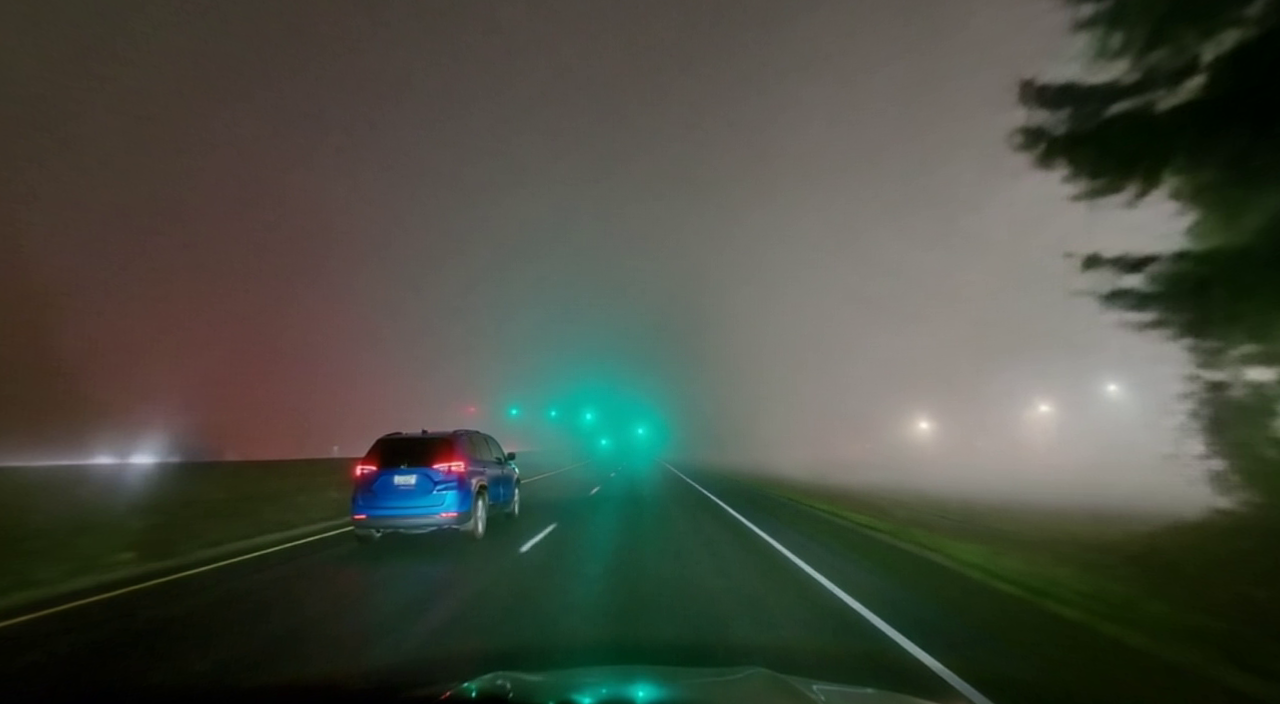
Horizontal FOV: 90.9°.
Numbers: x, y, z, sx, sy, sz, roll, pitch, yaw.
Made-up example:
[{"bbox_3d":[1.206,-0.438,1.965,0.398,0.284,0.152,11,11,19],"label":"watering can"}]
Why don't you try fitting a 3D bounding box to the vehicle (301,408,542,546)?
[{"bbox_3d":[-3.378,2.075,11.157,2.336,1.857,4.986,0,-8,2],"label":"vehicle"}]
